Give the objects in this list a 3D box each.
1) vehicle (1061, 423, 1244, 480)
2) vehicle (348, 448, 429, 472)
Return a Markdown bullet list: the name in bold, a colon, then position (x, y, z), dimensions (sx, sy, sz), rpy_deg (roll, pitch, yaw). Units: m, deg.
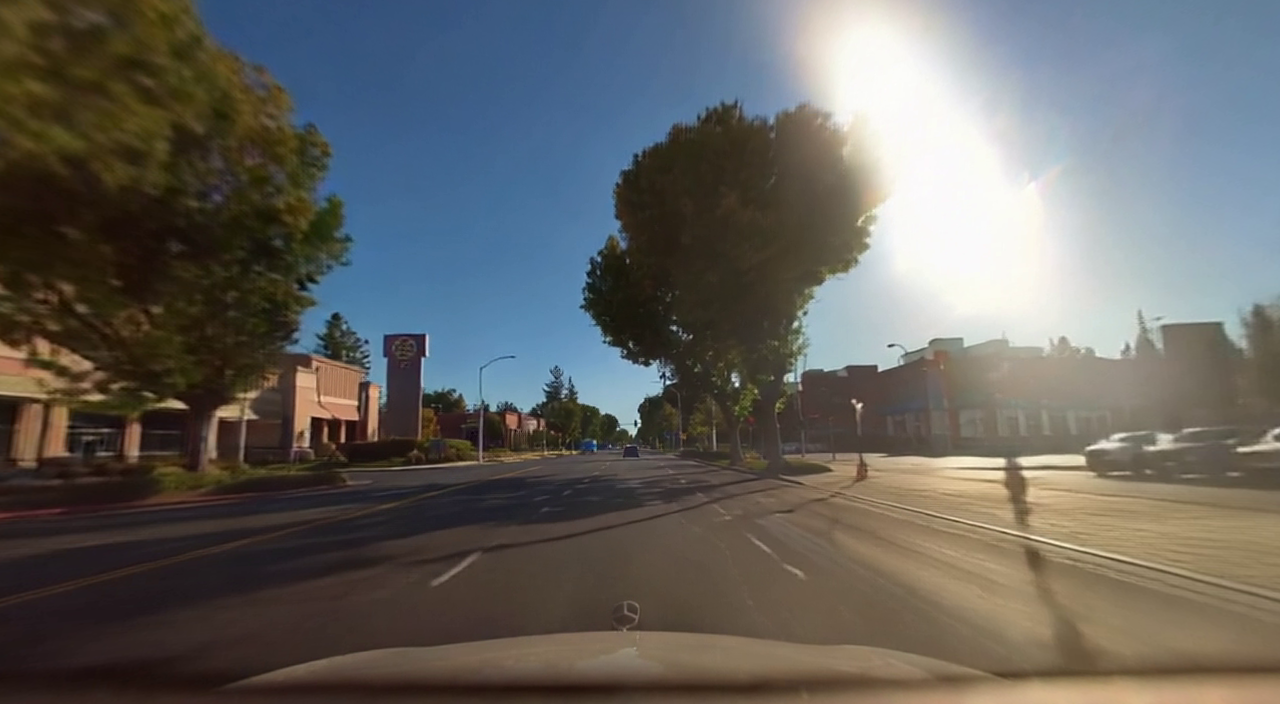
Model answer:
- **vehicle**: position (16.059, 3.125, 19.965), dimensions (4.035, 1.704, 1.950), rpy_deg (0, -8, -1)
- **vehicle**: position (-17.192, 7.380, 43.398), dimensions (4.658, 1.544, 2.056), rpy_deg (0, -8, 2)
